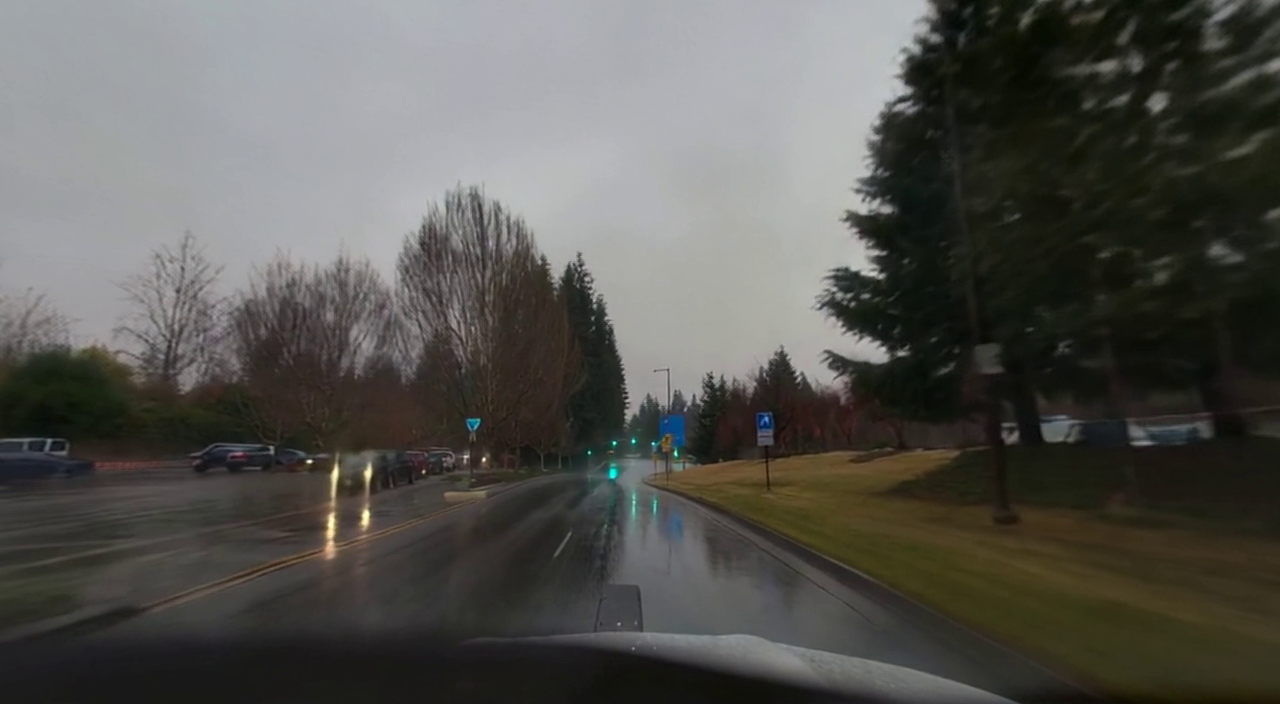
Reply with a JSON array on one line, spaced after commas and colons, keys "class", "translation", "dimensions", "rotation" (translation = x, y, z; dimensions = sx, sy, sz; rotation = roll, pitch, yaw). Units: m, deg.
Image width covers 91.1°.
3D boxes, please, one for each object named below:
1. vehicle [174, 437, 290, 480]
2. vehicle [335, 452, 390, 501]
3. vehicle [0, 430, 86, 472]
[{"class": "vehicle", "translation": [-30.897, 8.048, 47.684], "dimensions": [7.249, 3.082, 2.621], "rotation": [-2, -10, 10]}, {"class": "vehicle", "translation": [-11.329, 5.042, 25.765], "dimensions": [1.861, 1.736, 4.241], "rotation": [1, -10, -23]}, {"class": "vehicle", "translation": [-45.572, 7.378, 47.203], "dimensions": [6.459, 2.858, 2.475], "rotation": [-1, -5, 13]}]
